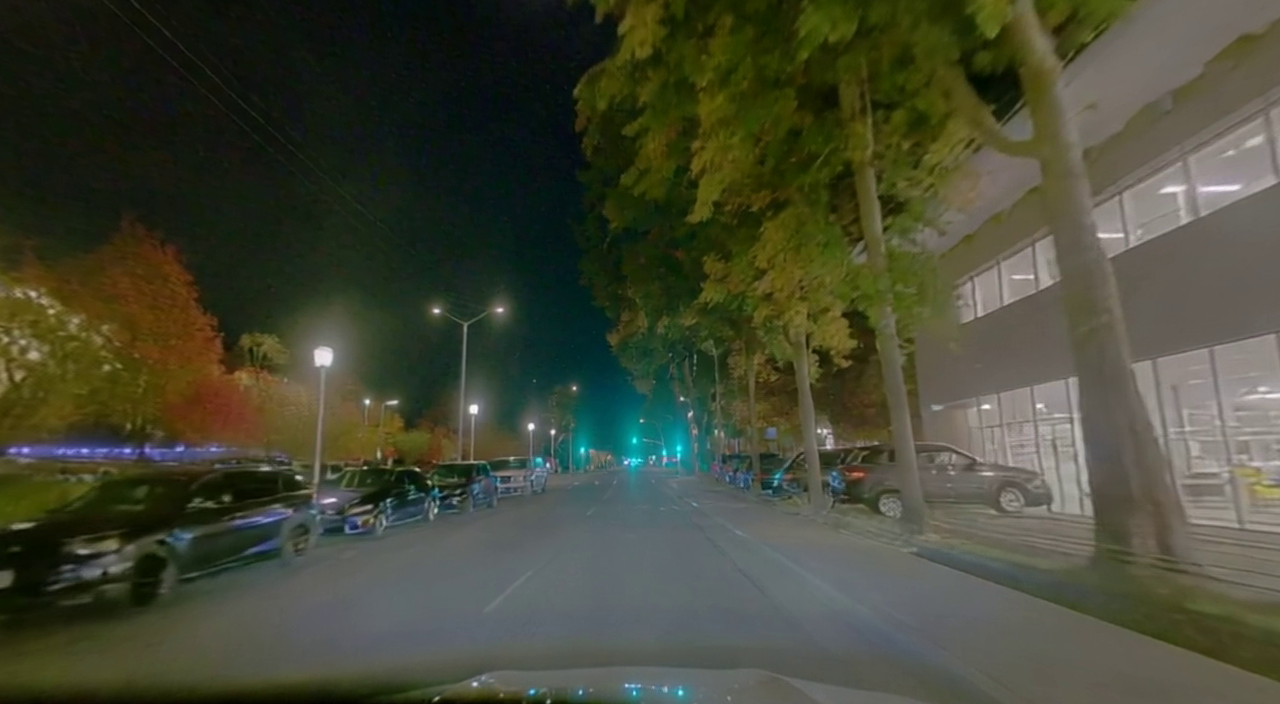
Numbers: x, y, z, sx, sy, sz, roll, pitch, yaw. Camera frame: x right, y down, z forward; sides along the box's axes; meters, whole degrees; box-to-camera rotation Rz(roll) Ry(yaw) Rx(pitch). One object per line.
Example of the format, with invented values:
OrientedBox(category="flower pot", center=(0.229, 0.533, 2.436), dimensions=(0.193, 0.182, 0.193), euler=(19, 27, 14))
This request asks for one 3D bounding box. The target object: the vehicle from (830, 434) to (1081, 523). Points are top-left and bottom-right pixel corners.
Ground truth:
OrientedBox(category="vehicle", center=(6.414, 2.639, 13.233), dimensions=(4.193, 1.665, 1.924), euler=(1, -11, -1))

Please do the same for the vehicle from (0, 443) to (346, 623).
OrientedBox(category="vehicle", center=(-5.674, 2.008, 7.793), dimensions=(1.939, 1.565, 4.185), euler=(0, -11, 1))
